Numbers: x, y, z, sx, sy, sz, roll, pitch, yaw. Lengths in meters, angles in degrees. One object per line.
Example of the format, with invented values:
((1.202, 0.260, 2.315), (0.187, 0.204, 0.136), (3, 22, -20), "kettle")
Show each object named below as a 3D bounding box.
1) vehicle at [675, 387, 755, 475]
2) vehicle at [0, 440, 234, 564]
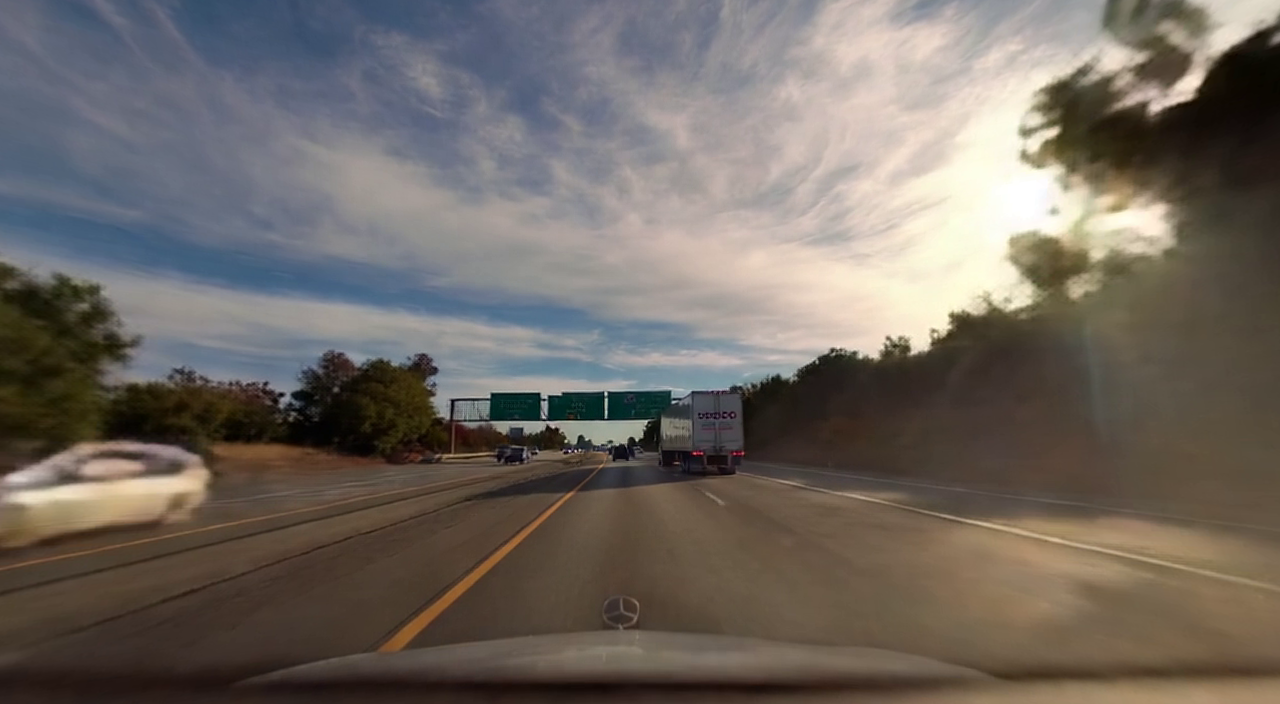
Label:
((3.602, 4.192, 32.633), (2.892, 3.928, 8.380), (0, -9, -1), "vehicle")
((-9.066, 2.222, 10.066), (1.957, 1.538, 4.733), (0, -9, -1), "vehicle")
